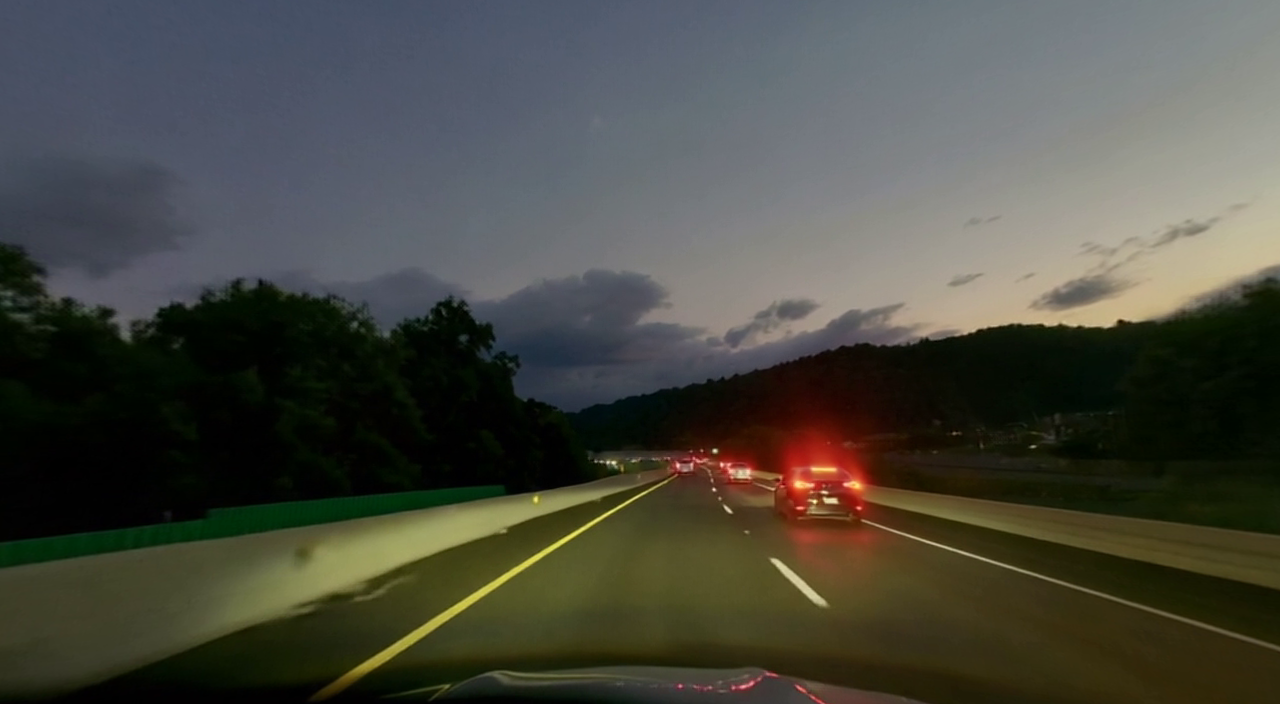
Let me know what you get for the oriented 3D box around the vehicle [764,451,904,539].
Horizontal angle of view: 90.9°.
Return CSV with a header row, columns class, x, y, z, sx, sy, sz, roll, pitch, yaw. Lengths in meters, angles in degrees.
class,x,y,z,sx,sy,sz,roll,pitch,yaw
vehicle,4.050,3.070,13.954,2.023,1.593,4.105,0,-10,4
